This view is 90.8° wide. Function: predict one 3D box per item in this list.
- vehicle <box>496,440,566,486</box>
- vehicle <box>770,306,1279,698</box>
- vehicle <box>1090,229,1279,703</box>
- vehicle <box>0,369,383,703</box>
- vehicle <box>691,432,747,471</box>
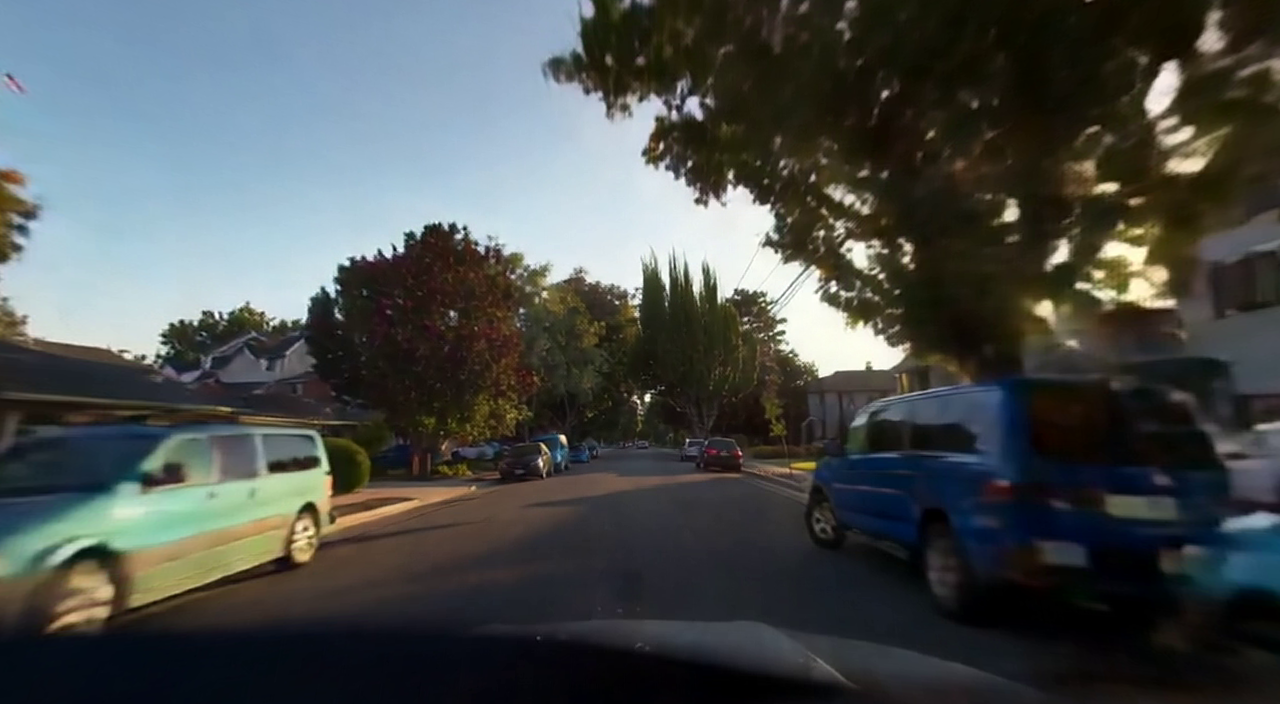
[{"bbox_3d":[-4.639,4.749,27.500,2.116,1.659,4.832,-2,-7,1],"label":"vehicle"},{"bbox_3d":[3.549,1.277,6.850,2.744,2.152,6.605,0,-8,-1],"label":"vehicle"},{"bbox_3d":[3.579,0.387,0.968,2.144,2.166,4.766,-1,-8,-1],"label":"vehicle"},{"bbox_3d":[-4.811,1.450,6.054,2.364,1.968,5.671,-1,-8,-1],"label":"vehicle"},{"bbox_3d":[4.051,5.230,33.337,2.152,1.810,5.846,-1,-8,0],"label":"vehicle"}]
